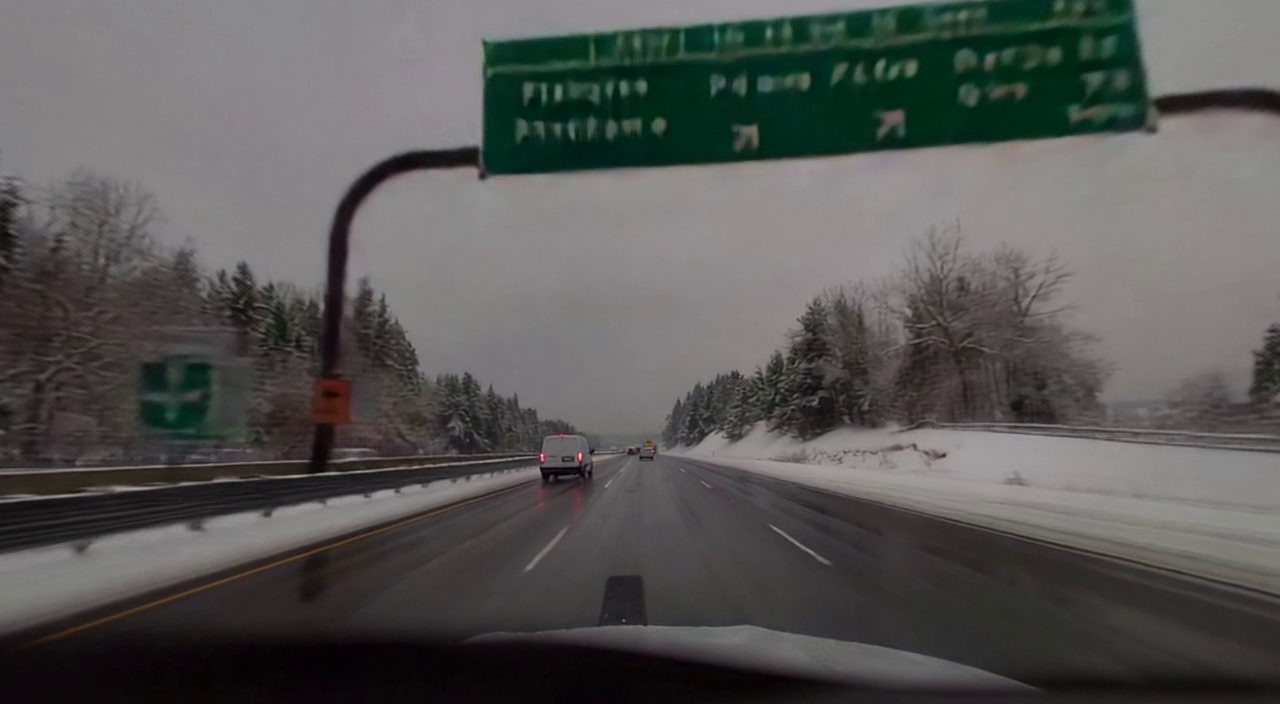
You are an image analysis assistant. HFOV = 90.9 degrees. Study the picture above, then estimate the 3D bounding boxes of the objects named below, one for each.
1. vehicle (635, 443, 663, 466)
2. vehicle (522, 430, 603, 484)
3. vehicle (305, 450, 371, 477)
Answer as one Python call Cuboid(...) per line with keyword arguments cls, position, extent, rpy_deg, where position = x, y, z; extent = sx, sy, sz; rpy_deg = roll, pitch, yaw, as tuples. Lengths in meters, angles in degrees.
Cuboid(cls="vehicle", position=(0.656, 8.044, 49.501), extent=(2.067, 1.690, 3.901), rpy_deg=(0, -9, -1))
Cuboid(cls="vehicle", position=(-3.015, 4.306, 26.000), extent=(2.572, 1.927, 5.803), rpy_deg=(0, -9, 0))
Cuboid(cls="vehicle", position=(-18.488, 6.808, 38.780), extent=(2.010, 1.535, 3.964), rpy_deg=(0, -9, 1))
